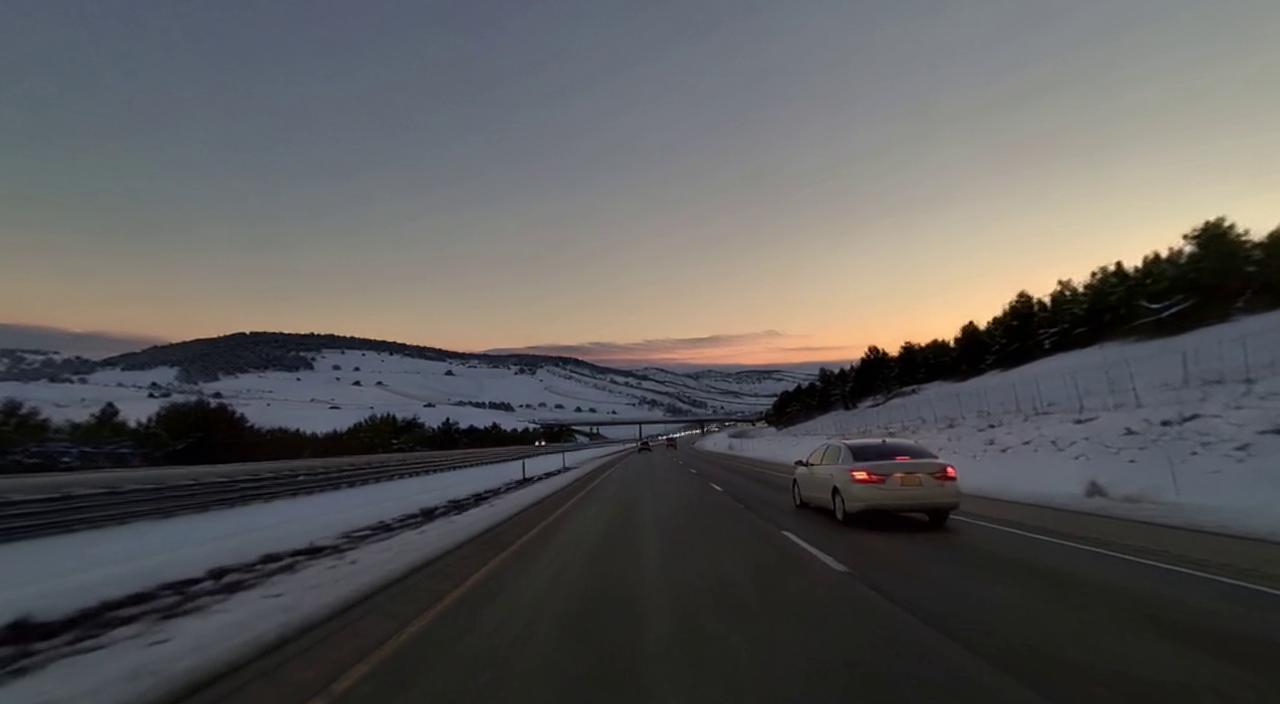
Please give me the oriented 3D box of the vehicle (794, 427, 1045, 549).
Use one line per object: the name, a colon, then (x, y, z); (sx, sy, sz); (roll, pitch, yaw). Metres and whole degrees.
vehicle: (4.097, 2.056, 10.317); (1.960, 1.516, 4.657); (0, -8, 0)
